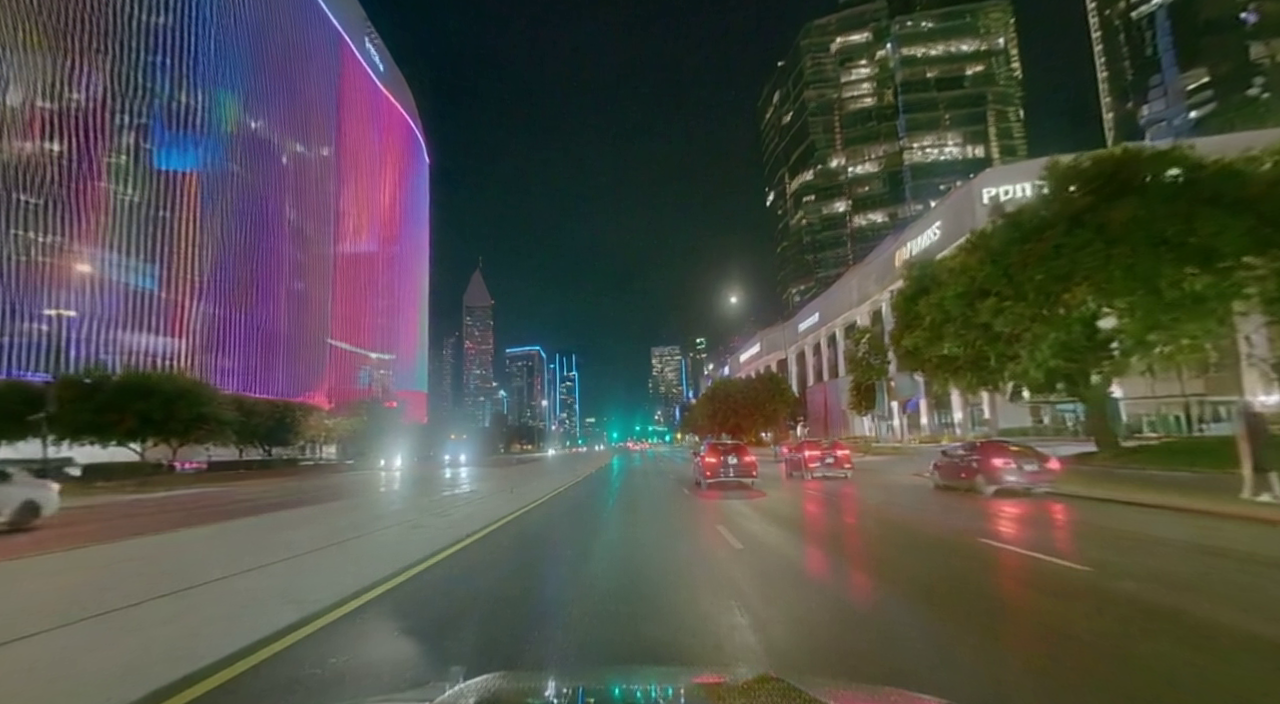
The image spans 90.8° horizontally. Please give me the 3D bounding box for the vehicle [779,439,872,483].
[{"bbox_3d":[6.541,3.870,22.794,1.912,1.411,4.380,0,-8,-2],"label":"vehicle"}]

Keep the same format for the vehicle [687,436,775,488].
[{"bbox_3d":[2.872,3.597,21.007,2.131,1.491,4.496,0,-8,-2],"label":"vehicle"}]

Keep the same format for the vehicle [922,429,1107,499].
[{"bbox_3d":[9.772,2.966,17.140,1.952,1.574,5.052,0,-8,1],"label":"vehicle"}]
